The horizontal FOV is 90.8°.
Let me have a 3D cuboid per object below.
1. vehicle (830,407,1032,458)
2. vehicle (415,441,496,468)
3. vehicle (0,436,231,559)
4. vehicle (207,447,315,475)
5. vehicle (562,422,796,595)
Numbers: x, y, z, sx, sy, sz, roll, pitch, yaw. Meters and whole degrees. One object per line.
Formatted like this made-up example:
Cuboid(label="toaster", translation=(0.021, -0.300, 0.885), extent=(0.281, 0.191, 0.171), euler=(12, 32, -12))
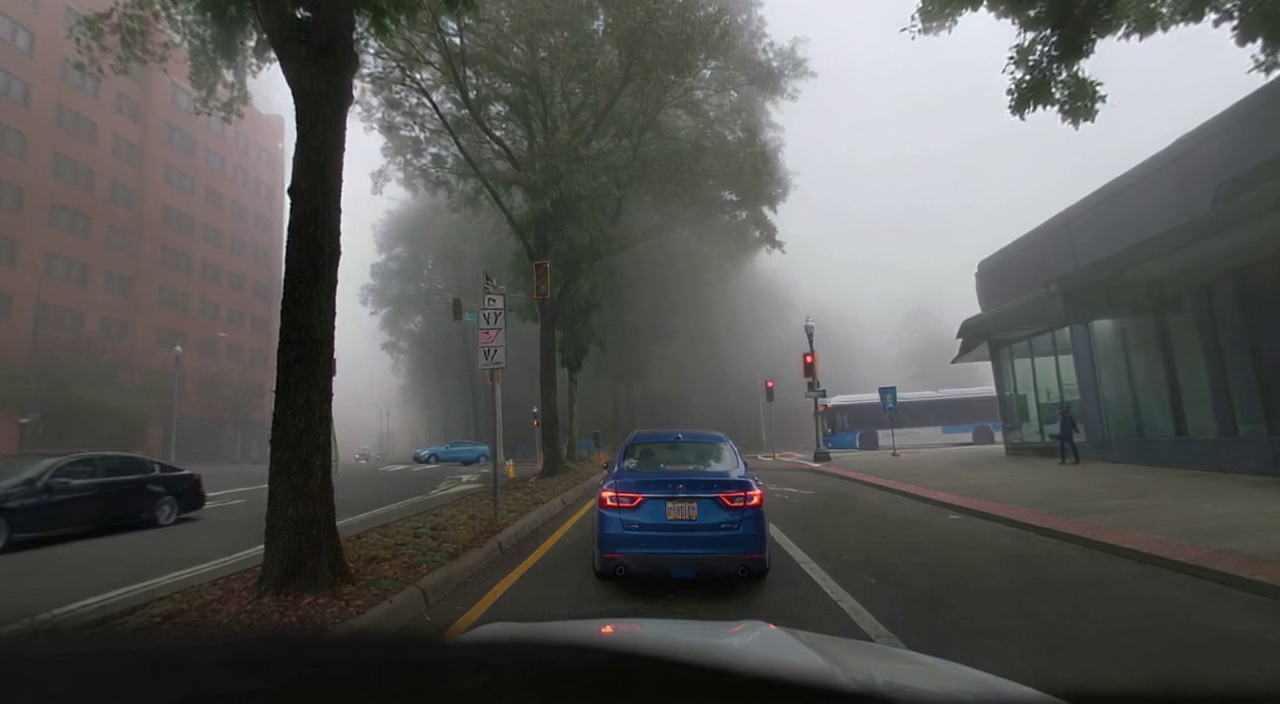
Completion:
Cuboid(label="vehicle", translation=(22.149, 6.284, 48.962), extent=(13.811, 3.706, 2.997), euler=(-1, -9, 5))
Cuboid(label="vehicle", translation=(-11.844, 6.553, 40.654), extent=(4.561, 1.645, 1.892), euler=(6, -10, -35))
Cuboid(label="vehicle", translation=(-8.913, 2.061, 9.573), extent=(2.066, 1.506, 4.900), euler=(0, -8, 1))
Cuboid(label="vehicle", translation=(-21.446, 6.154, 35.944), extent=(1.883, 1.461, 4.830), euler=(-5, -10, 32))
Cuboid(label="vehicle", translation=(0.367, 1.630, 7.394), extent=(2.006, 1.470, 3.799), euler=(0, -8, 1))
